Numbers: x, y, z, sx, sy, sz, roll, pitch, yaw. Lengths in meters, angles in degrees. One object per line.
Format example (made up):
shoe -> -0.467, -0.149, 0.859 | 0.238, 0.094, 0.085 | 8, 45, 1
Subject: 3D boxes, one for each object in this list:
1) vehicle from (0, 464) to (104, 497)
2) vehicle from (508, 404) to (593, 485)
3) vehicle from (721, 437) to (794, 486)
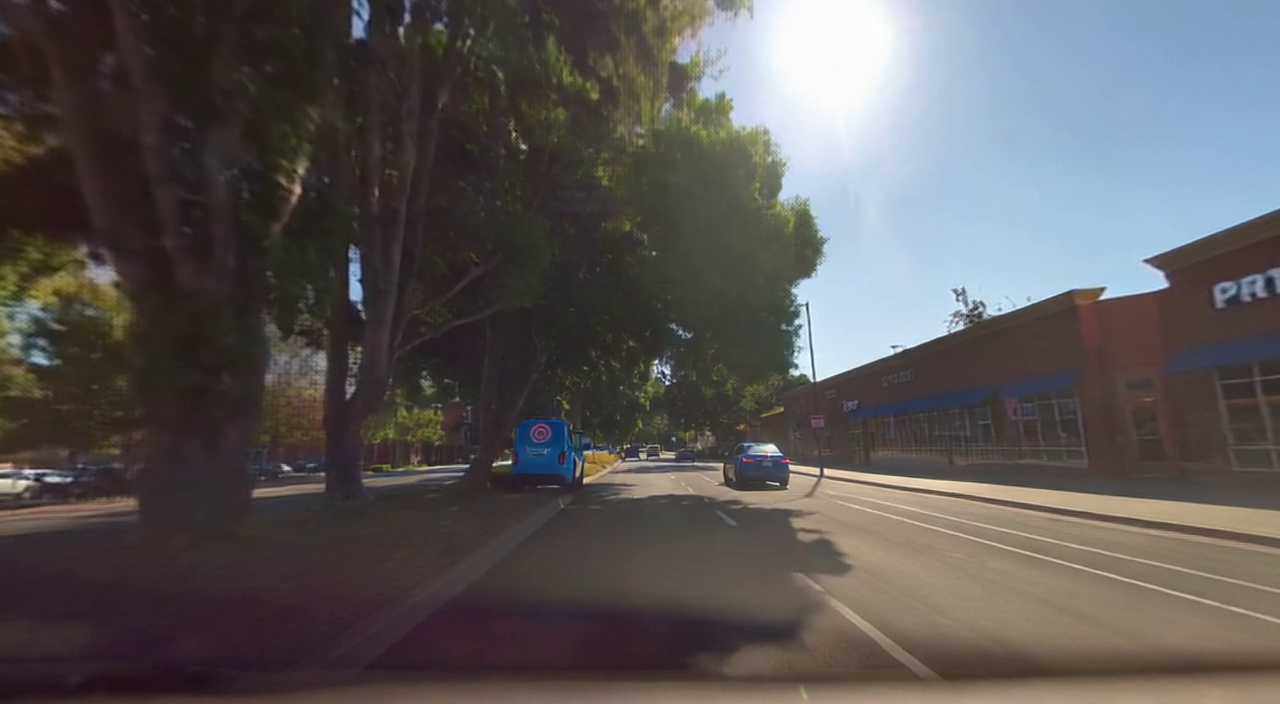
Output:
vehicle -> -31.404, 6.793, 33.454 | 4.225, 1.449, 1.819 | 1, -9, -28
vehicle -> -3.338, 3.672, 25.009 | 2.443, 2.784, 5.862 | 0, -9, 1
vehicle -> 4.294, 4.066, 23.755 | 1.869, 1.646, 4.166 | 0, -9, -1
